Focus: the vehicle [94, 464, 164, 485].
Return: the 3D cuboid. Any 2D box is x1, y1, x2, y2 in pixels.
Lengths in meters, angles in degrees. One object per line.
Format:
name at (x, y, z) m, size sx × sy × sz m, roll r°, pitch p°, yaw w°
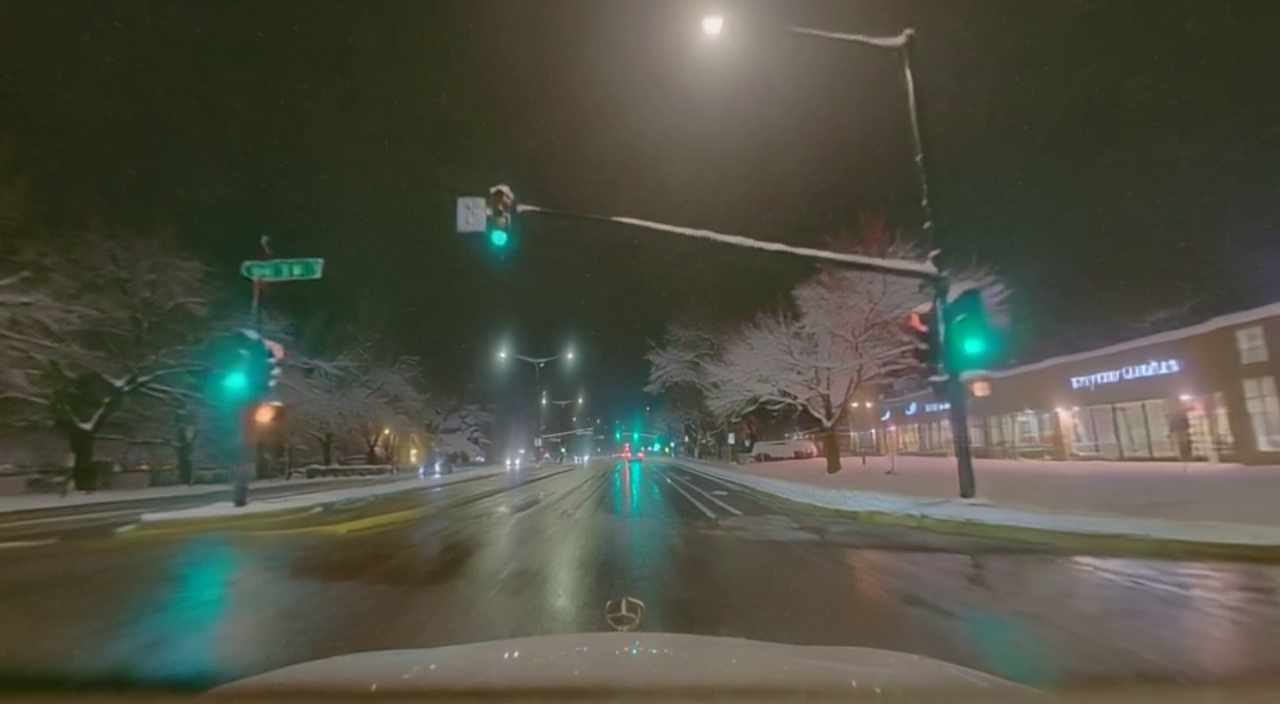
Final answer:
vehicle at (-37.055, 8.888, 45.859) m, size 3.470 × 1.401 × 1.748 m, roll 0°, pitch -8°, yaw -2°
